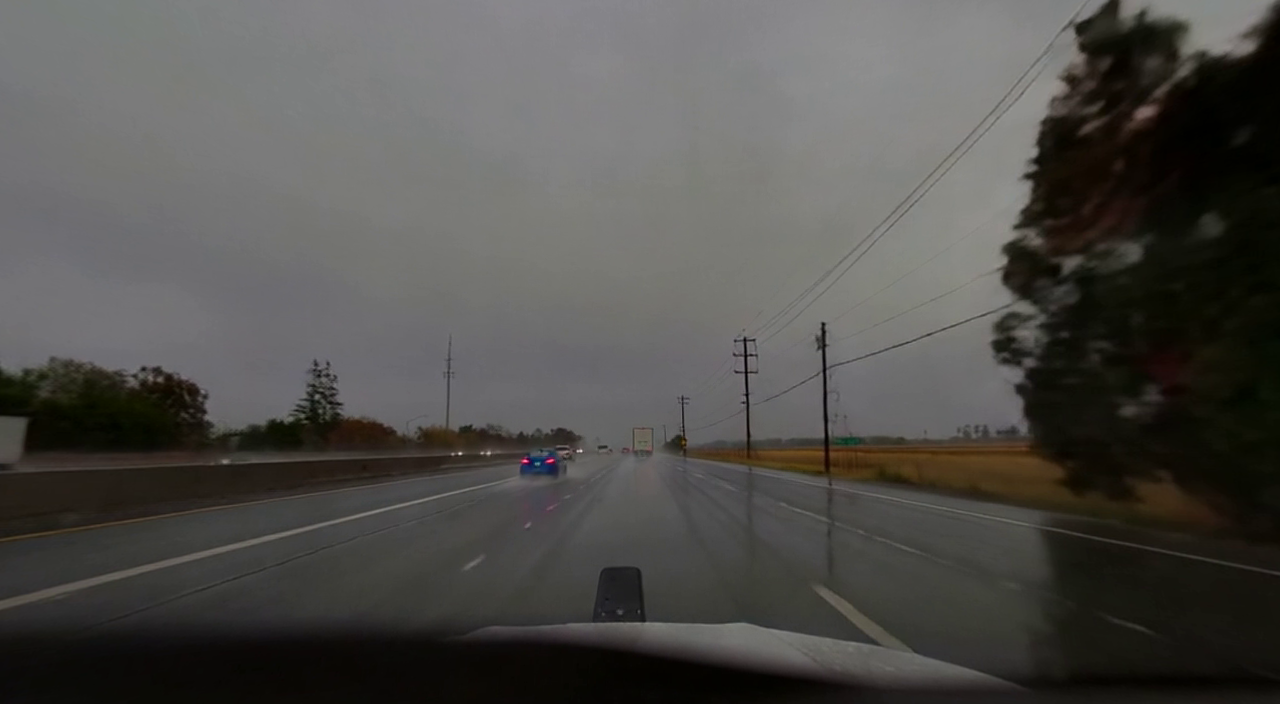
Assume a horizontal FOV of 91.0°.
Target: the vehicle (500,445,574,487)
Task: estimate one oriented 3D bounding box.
[{"bbox_3d":[-3.953,4.482,25.006,2.104,1.501,4.459,0,-9,1],"label":"vehicle"}]
